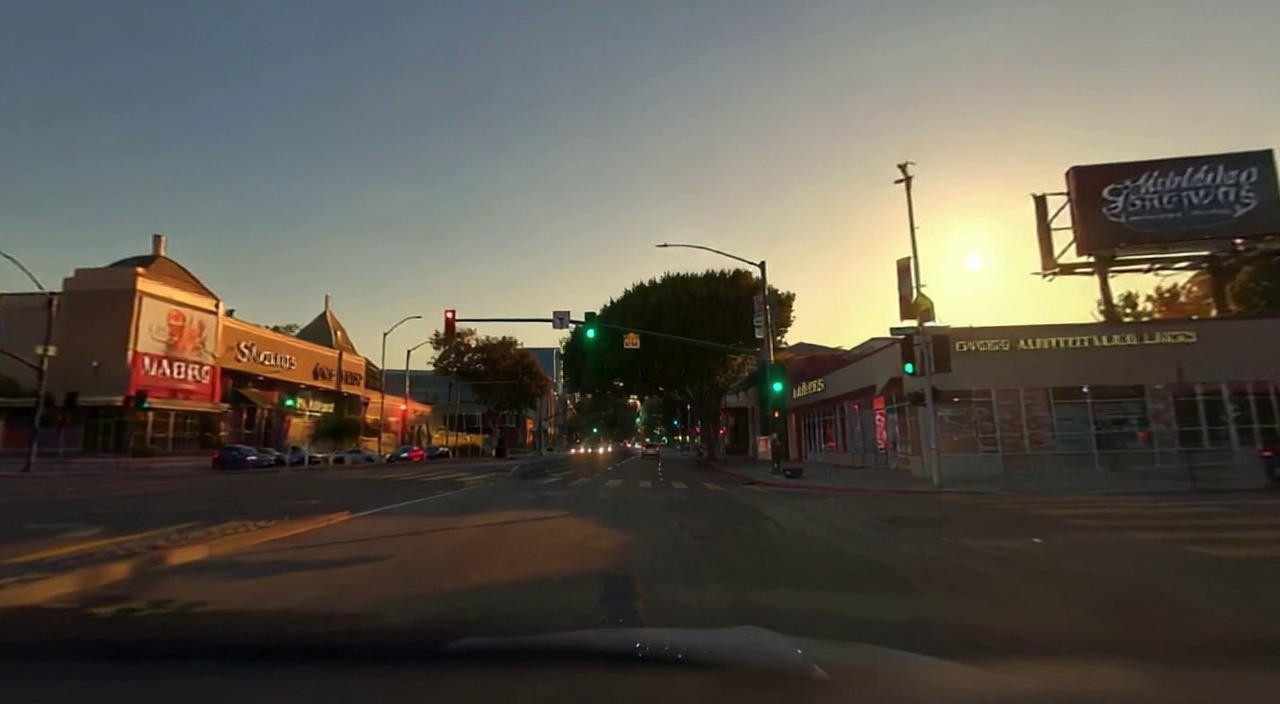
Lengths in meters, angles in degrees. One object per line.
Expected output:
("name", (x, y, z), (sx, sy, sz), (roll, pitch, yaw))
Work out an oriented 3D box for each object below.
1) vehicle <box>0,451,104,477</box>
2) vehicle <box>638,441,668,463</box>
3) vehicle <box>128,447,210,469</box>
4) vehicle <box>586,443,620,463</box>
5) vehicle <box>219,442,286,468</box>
("vehicle", (-36.323, 6.849, 38.938), (1.826, 1.432, 4.530), (-5, -10, 29))
("vehicle", (0.998, 7.569, 47.950), (2.168, 1.545, 4.047), (0, -9, 1))
("vehicle", (-35.204, 7.916, 47.360), (1.802, 1.549, 4.439), (-4, -10, 26))
("vehicle", (-2.719, 7.496, 47.137), (1.962, 1.420, 4.021), (0, -9, 4))
("vehicle", (-28.231, 7.467, 46.113), (1.643, 1.755, 3.666), (-5, -9, 34))
